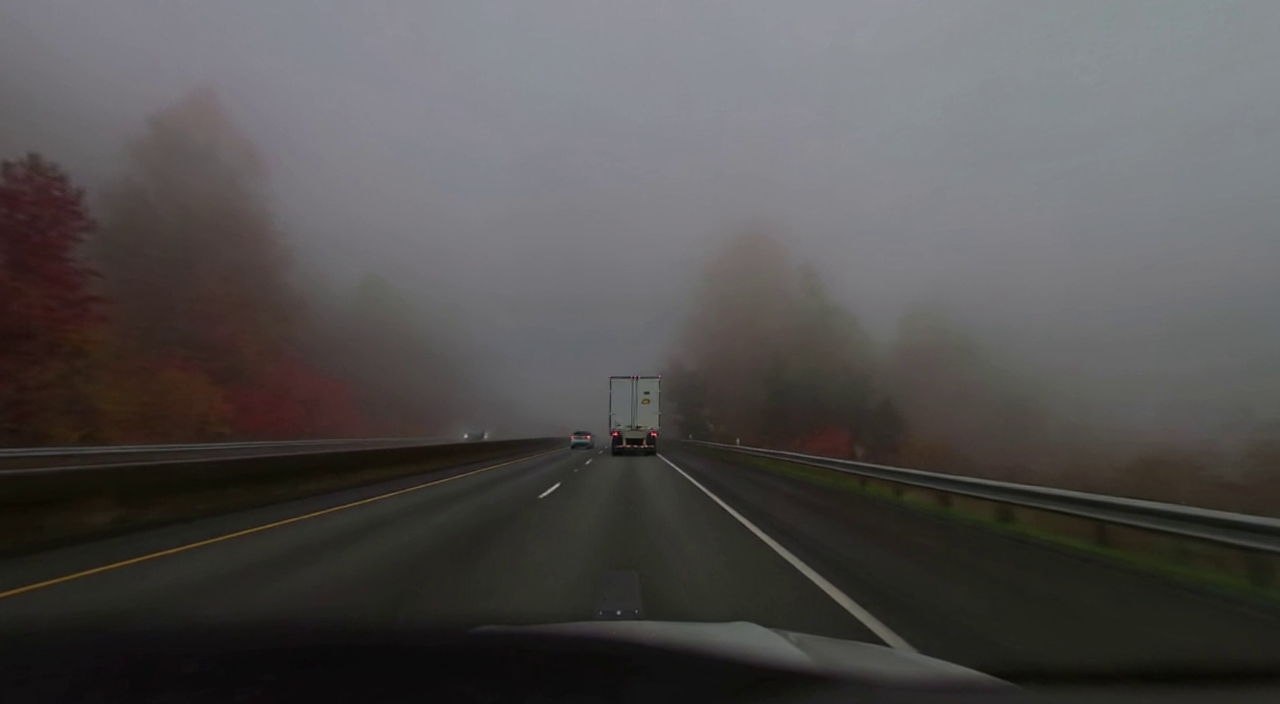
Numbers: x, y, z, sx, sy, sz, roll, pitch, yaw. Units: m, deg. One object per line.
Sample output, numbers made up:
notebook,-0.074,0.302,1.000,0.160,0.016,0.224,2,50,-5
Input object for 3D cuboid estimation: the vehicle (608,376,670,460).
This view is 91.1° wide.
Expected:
vehicle,-0.224,3.959,36.260,3.013,4.016,11.496,0,-8,-2
